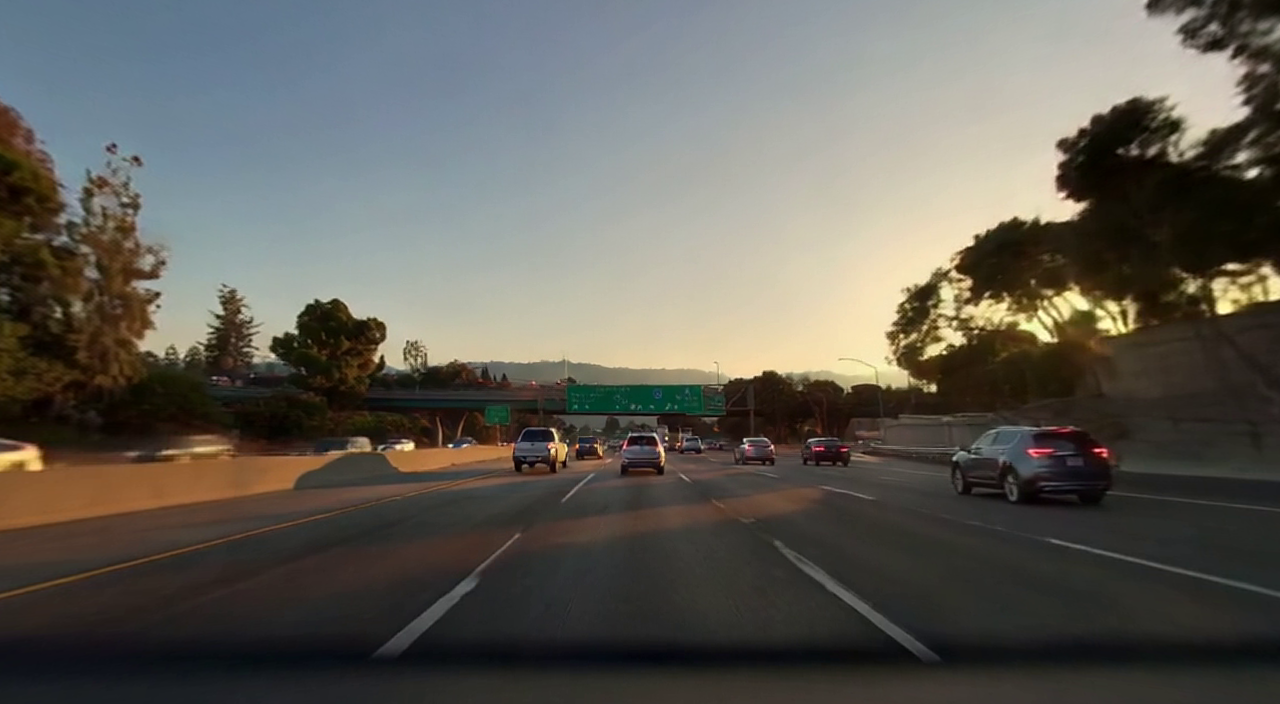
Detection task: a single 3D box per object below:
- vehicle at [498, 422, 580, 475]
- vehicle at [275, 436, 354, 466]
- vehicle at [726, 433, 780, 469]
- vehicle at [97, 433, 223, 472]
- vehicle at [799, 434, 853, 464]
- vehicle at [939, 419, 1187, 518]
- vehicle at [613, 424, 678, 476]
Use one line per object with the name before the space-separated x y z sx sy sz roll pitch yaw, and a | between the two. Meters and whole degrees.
vehicle | -3.642 3.614 23.639 2.199 1.777 4.790 0 -8 1
vehicle | -17.807 5.427 34.720 1.892 1.504 4.406 0 -8 1
vehicle | 5.629 5.014 31.950 2.022 1.682 4.226 0 -8 1
vehicle | -21.630 4.544 28.664 2.062 1.609 4.552 0 -8 1
vehicle | 11.672 6.091 39.776 2.010 1.765 4.375 0 -8 0
vehicle | 7.705 2.152 12.075 1.989 1.569 3.964 0 -8 0
vehicle | 0.197 3.581 23.104 2.181 1.728 3.970 0 -8 1
